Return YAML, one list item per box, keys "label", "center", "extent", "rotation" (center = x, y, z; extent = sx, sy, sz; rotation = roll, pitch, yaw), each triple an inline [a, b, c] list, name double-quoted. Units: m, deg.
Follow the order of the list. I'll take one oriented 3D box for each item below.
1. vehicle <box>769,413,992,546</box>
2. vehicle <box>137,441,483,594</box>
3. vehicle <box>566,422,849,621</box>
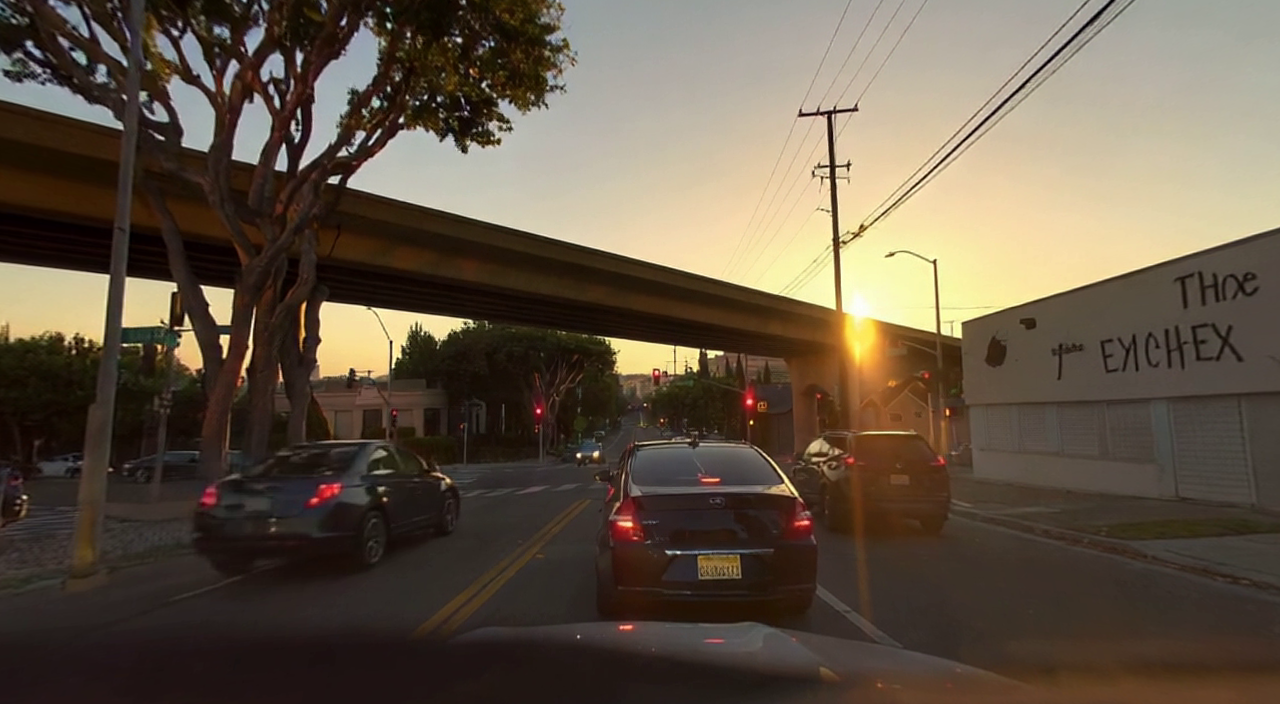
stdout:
- label: "vehicle"
  center: [3.731, 2.067, 10.857]
  extent: [2.062, 1.781, 4.488]
  rotation: [0, -8, 0]
- label: "vehicle"
  center: [-3.879, 2.000, 8.714]
  extent: [2.082, 1.484, 4.865]
  rotation: [0, -8, 1]
- label: "vehicle"
  center: [0.520, 1.583, 6.875]
  extent: [2.101, 1.467, 4.210]
  rotation: [0, -8, 1]
